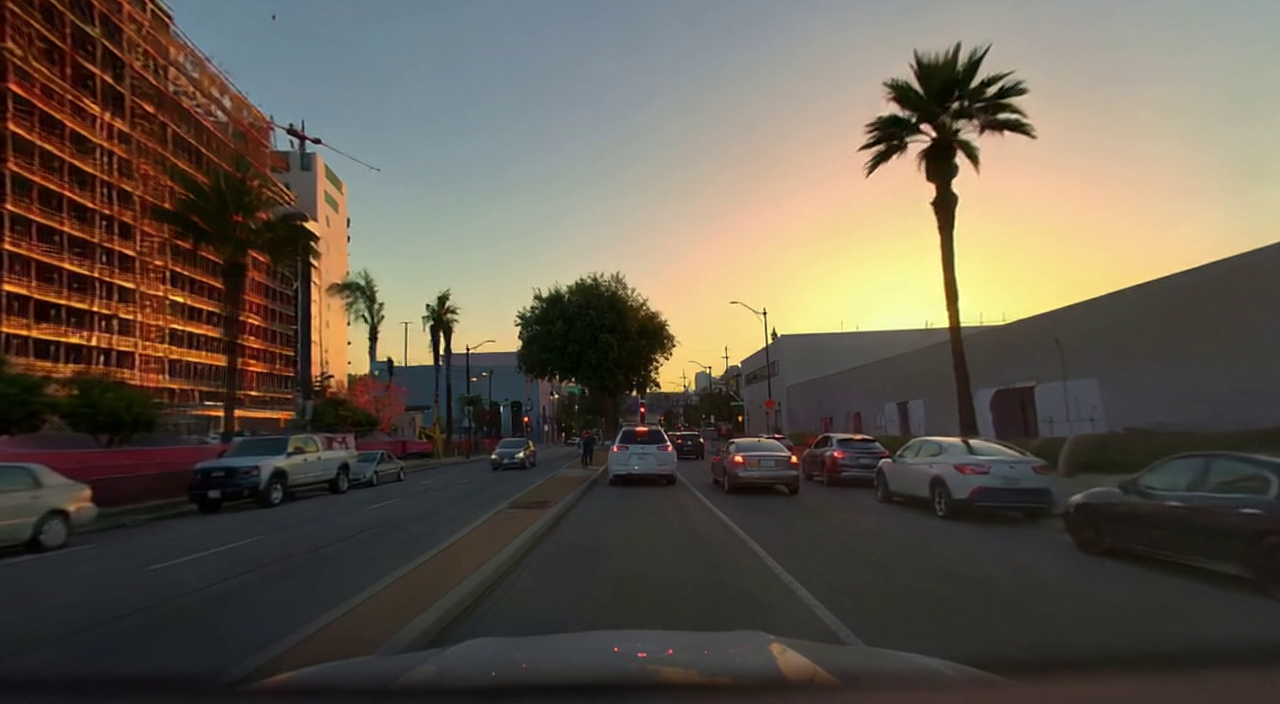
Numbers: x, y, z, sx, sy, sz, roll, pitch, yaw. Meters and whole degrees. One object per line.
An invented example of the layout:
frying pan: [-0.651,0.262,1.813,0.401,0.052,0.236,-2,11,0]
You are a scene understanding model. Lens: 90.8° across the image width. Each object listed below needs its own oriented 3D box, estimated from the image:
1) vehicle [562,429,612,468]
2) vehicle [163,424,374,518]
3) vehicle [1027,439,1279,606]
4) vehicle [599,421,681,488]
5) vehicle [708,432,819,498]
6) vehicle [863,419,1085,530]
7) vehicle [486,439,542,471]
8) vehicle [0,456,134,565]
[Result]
vehicle: [-2.669,4.982,32.737,2.180,1.879,4.452,0,-8,0]
vehicle: [-10.027,3.324,17.885,2.294,1.948,6.025,-6,-10,0]
vehicle: [6.445,1.662,6.737,1.819,1.435,4.337,0,-8,-1]
vehicle: [-0.011,3.142,19.605,2.264,1.798,4.258,0,-8,0]
vehicle: [3.054,2.881,16.530,1.999,1.487,3.939,0,-8,-1]
vehicle: [6.325,2.351,12.732,1.886,1.792,4.525,0,-8,-1]
vehicle: [-6.390,5.262,32.538,2.020,1.486,4.363,0,-8,0]
vehicle: [-9.892,2.247,8.792,1.804,1.478,4.734,0,-8,-1]
